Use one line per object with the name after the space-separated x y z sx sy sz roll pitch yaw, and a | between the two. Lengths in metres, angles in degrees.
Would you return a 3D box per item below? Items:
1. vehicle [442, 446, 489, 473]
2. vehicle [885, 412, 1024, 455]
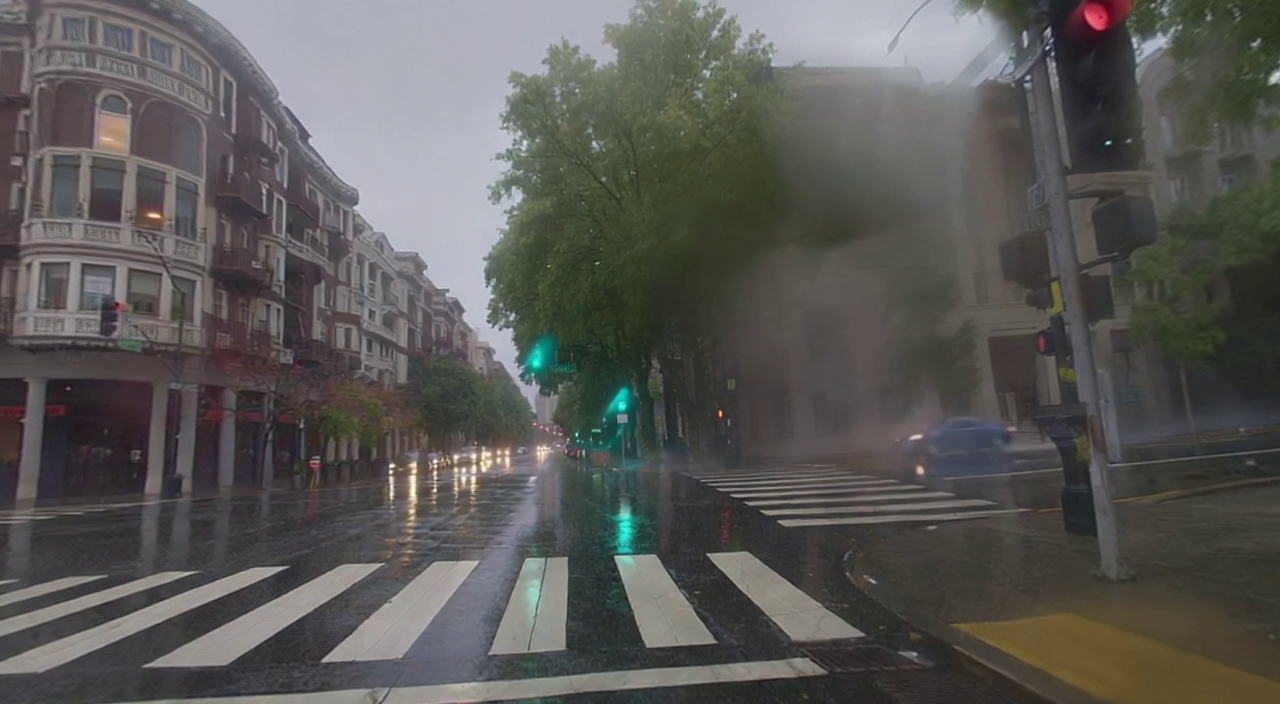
-10.454 6.472 38.162 2.196 1.503 4.371 1 -9 -8 | vehicle
12.490 3.279 25.202 4.626 1.636 2.004 2 -9 -11 | vehicle
